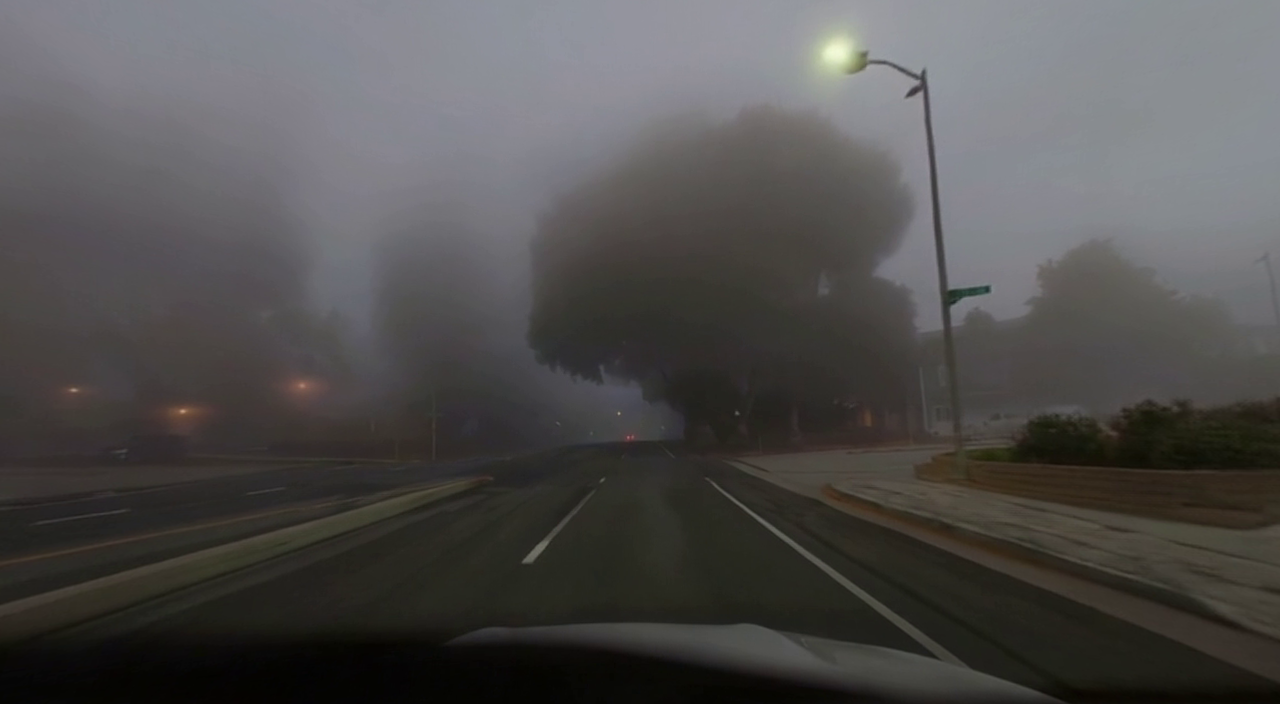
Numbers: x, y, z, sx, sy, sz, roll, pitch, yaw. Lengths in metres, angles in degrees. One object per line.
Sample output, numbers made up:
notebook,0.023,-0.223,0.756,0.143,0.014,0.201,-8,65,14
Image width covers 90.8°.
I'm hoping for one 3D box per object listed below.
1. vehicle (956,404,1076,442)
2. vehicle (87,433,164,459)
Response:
vehicle,18.853,3.602,31.869,4.698,1.583,2.081,2,-11,1
vehicle,-29.944,5.494,36.936,1.991,1.435,4.421,2,-9,-18
